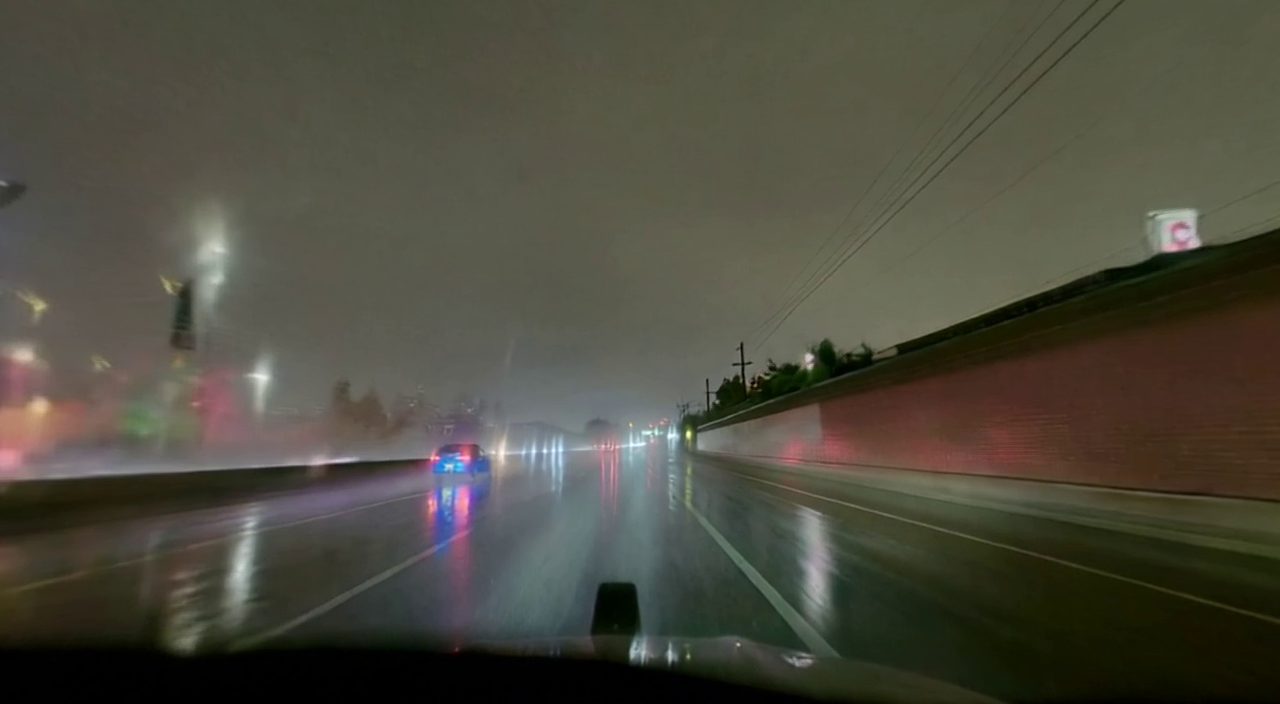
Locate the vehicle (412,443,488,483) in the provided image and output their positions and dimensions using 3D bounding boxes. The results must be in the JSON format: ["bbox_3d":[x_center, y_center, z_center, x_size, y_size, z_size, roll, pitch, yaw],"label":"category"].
[{"bbox_3d":[-8.055,4.702,27.136,2.013,1.574,3.923,0,-8,0],"label":"vehicle"}]
